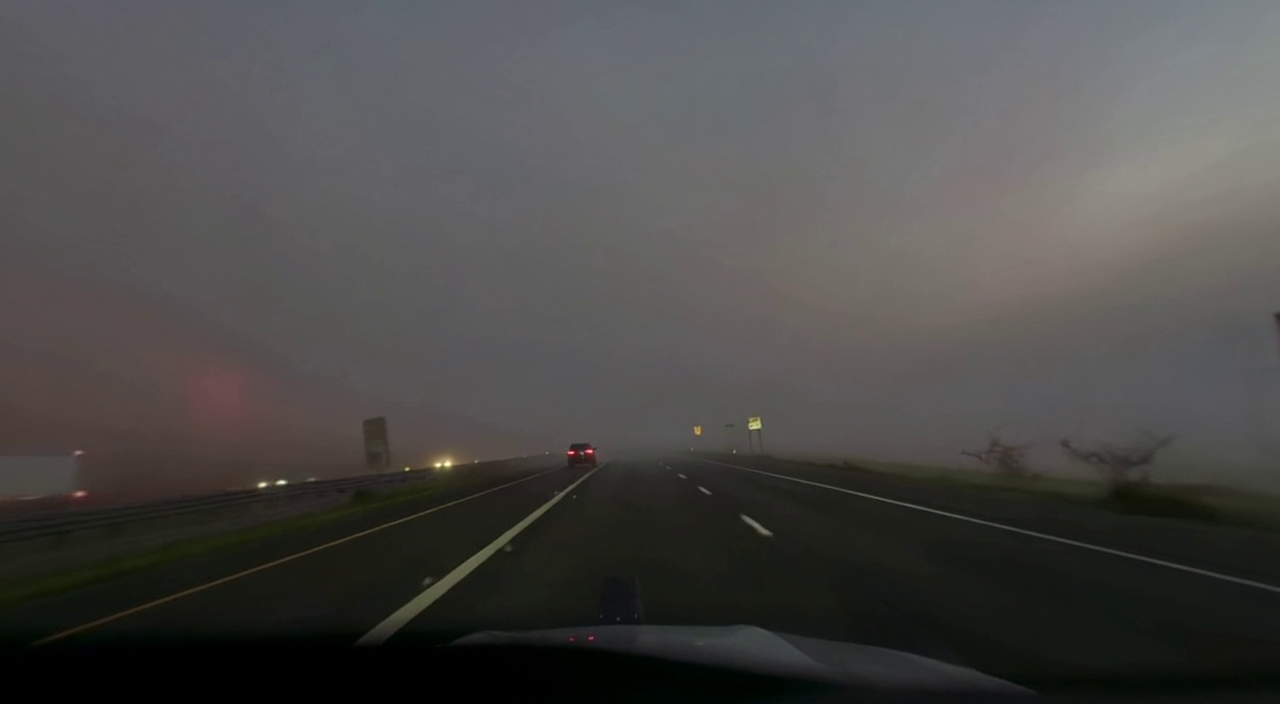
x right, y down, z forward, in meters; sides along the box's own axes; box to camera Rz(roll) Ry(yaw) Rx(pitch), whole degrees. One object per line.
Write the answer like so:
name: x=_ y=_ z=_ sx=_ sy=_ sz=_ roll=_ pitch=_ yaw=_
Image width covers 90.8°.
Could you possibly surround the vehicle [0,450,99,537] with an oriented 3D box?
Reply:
vehicle: x=-29.013 y=6.325 z=28.636 sx=2.914 sy=3.668 sz=6.632 roll=0 pitch=-8 yaw=0
